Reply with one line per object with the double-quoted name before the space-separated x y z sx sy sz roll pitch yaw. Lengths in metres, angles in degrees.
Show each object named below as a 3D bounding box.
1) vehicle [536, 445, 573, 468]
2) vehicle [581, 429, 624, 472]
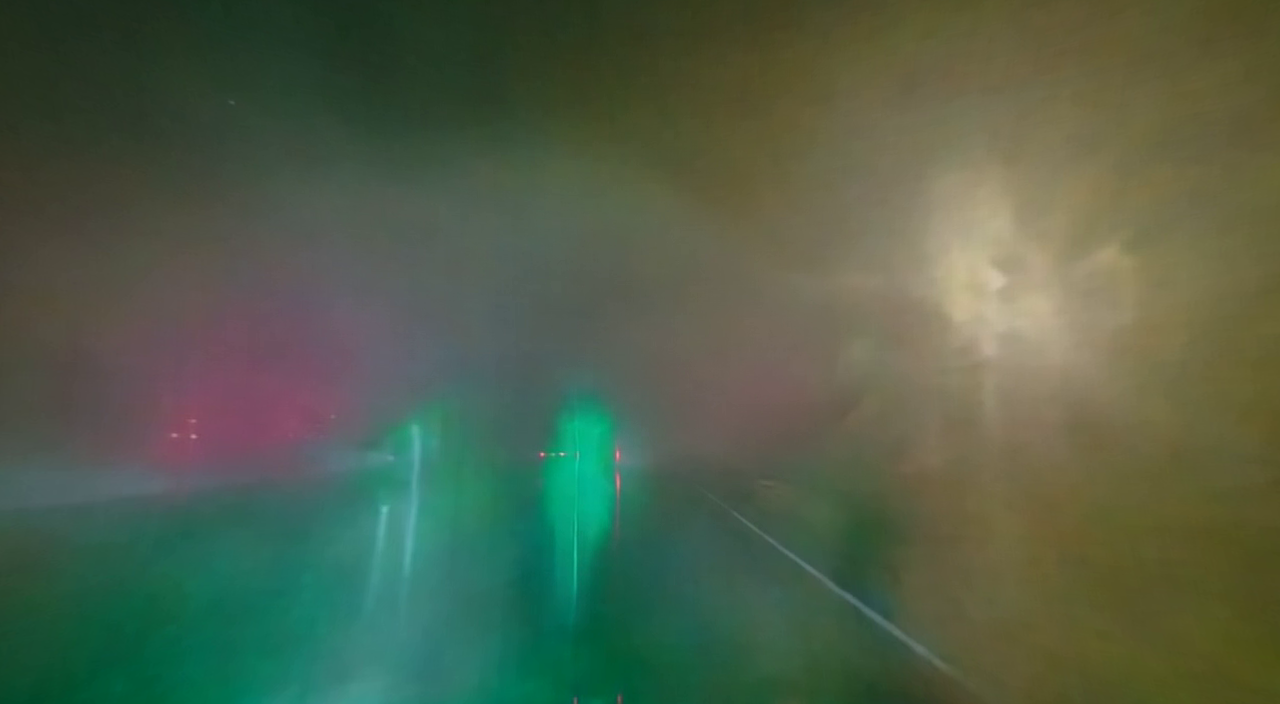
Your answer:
"vehicle" -6.541 8.072 48.735 2.164 1.664 4.252 0 -9 1
"vehicle" -2.387 6.491 41.627 2.437 2.565 5.829 0 -9 0
